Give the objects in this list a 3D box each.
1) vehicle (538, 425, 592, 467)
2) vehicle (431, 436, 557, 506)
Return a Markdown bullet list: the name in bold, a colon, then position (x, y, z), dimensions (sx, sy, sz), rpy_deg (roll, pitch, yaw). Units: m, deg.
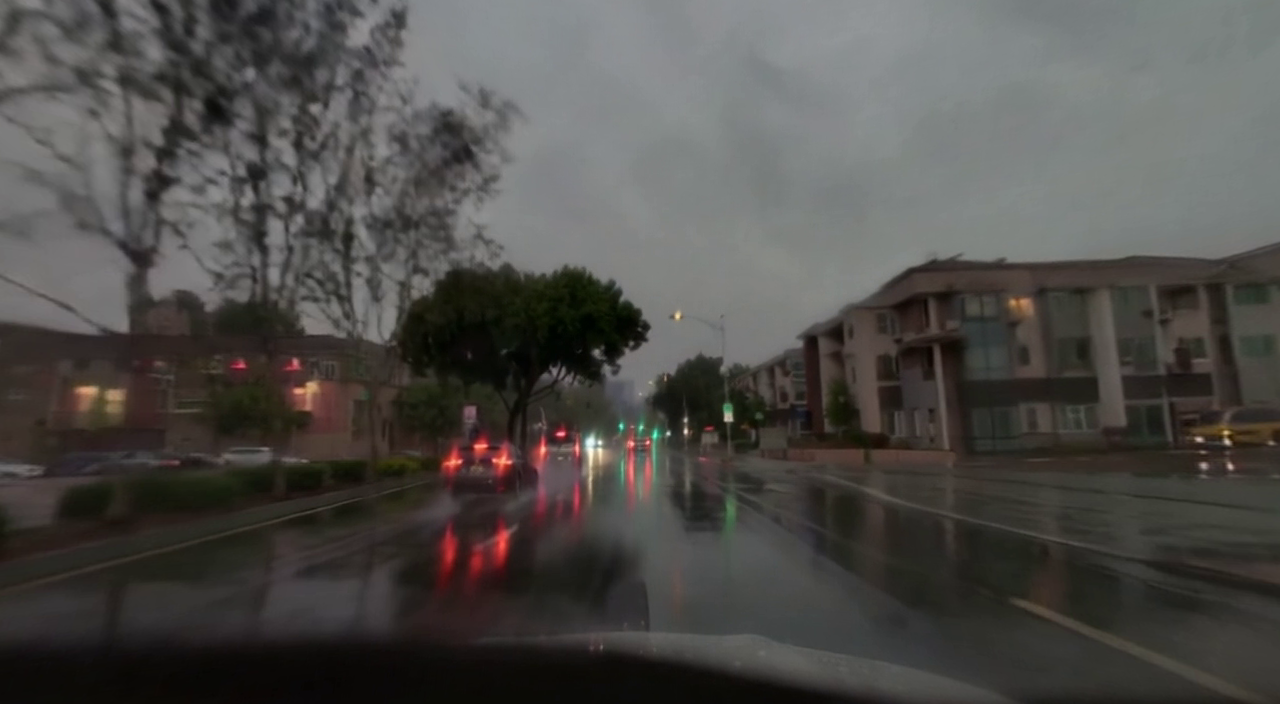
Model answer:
- **vehicle**: position (-3.764, 4.838, 32.341), dimensions (2.152, 1.987, 4.527), rpy_deg (0, -8, 1)
- **vehicle**: position (-3.286, 2.760, 15.105), dimensions (1.959, 1.406, 4.272), rpy_deg (0, -8, 1)
